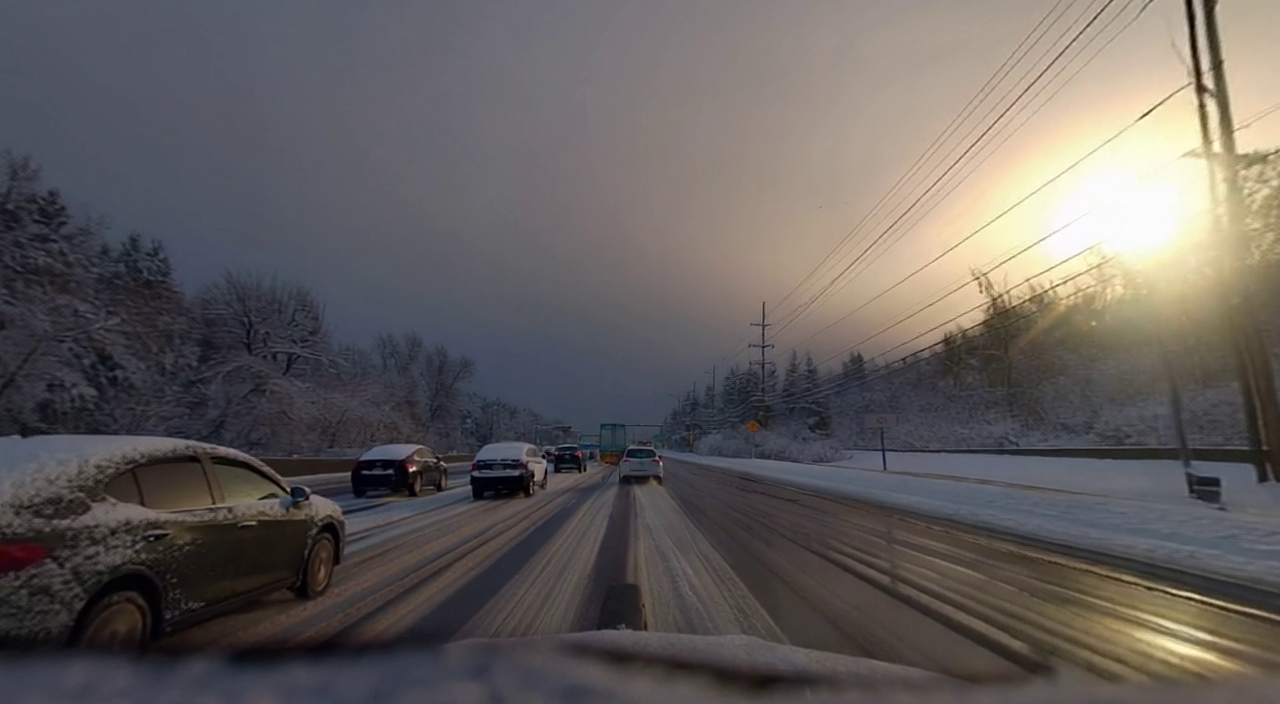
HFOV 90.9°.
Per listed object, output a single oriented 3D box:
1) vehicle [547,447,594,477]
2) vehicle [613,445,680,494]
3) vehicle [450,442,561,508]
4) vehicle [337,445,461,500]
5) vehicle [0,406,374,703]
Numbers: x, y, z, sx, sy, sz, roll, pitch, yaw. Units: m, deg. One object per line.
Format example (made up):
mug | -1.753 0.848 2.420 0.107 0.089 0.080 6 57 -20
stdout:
vehicle | -3.559 5.675 32.806 2.013 1.437 3.801 0 -9 0
vehicle | 0.173 3.910 21.374 2.018 1.470 4.491 0 -9 0
vehicle | -3.310 3.110 16.405 1.912 1.464 4.115 0 -9 1
vehicle | -7.084 3.553 19.109 1.867 1.445 4.499 0 -9 2
vehicle | -3.666 1.212 4.154 1.883 1.500 4.373 0 -9 0
